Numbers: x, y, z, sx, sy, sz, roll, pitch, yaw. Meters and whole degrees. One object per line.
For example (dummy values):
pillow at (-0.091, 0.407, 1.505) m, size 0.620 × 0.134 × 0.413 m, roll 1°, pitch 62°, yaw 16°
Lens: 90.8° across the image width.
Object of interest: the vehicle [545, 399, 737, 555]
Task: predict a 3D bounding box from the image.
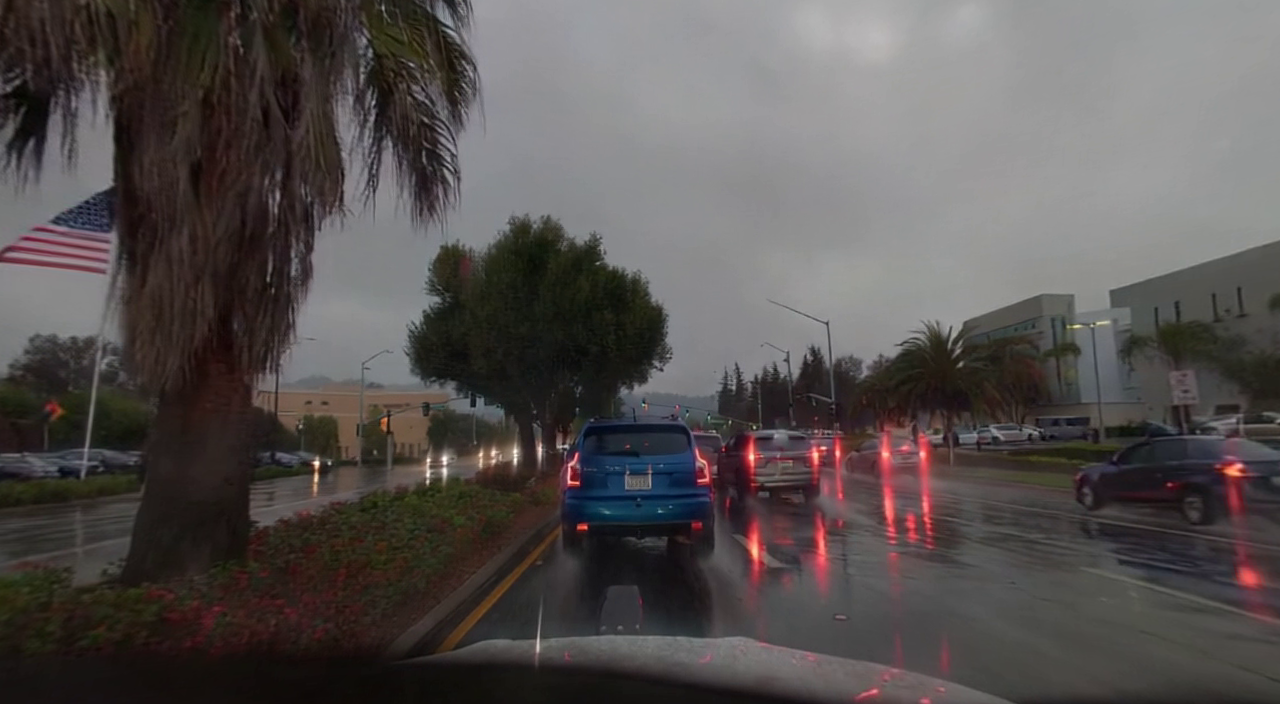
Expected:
vehicle at (-0.027, 1.908, 10.260) m, size 2.402 × 1.938 × 4.535 m, roll 0°, pitch -9°, yaw -1°

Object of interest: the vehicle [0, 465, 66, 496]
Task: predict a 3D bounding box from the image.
vehicle at (-45.875, 9.223, 45.503) m, size 6.410 × 2.078 × 2.584 m, roll 0°, pitch -9°, yaw 0°

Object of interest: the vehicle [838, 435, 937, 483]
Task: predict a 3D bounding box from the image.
vehicle at (10.088, 4.389, 26.181) m, size 2.155 × 1.779 × 4.582 m, roll 0°, pitch -9°, yaw -1°

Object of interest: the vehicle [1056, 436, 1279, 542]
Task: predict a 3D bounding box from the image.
vehicle at (9.801, 2.278, 11.200) m, size 1.967 × 1.485 × 4.267 m, roll 0°, pitch -9°, yaw 1°

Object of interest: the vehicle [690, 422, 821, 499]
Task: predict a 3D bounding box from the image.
vehicle at (3.299, 3.331, 19.814) m, size 2.773 × 2.021 × 6.212 m, roll 0°, pitch -9°, yaw -1°
